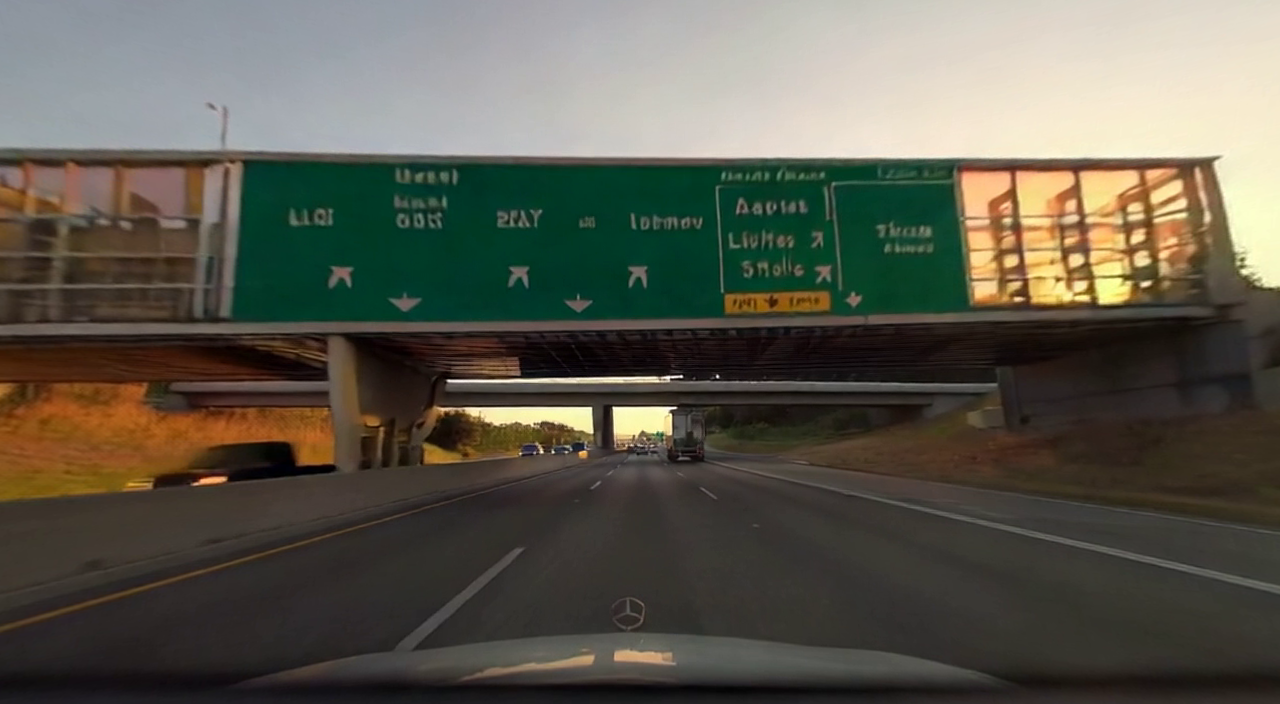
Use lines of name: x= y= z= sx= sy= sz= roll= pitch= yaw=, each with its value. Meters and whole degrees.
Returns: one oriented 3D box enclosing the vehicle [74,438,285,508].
vehicle: x=-11.764 y=3.104 z=16.638 sx=1.965 sy=1.553 sz=4.715 roll=0 pitch=-9 yaw=0
